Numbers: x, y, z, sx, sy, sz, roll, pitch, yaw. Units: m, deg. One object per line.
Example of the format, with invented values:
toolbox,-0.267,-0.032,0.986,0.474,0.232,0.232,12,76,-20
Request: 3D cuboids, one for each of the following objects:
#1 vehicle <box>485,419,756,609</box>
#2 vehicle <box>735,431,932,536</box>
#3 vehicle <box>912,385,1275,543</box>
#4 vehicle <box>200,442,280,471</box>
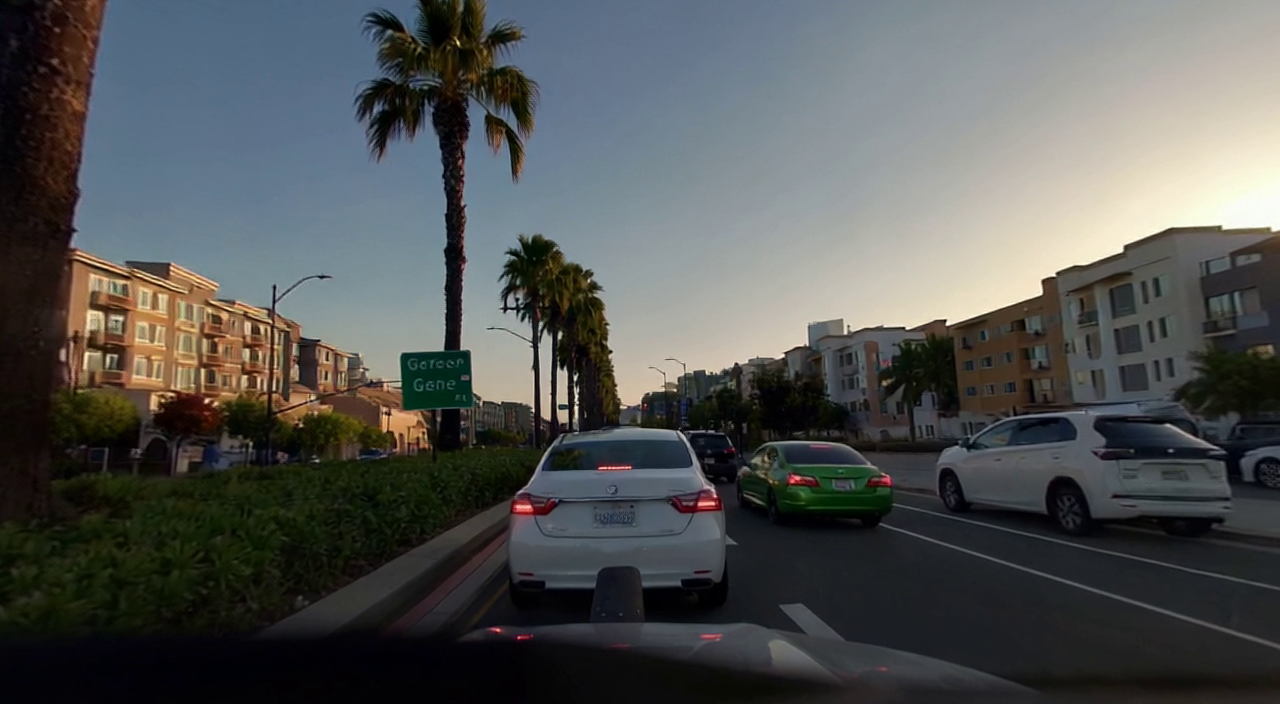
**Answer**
vehicle,-0.165,1.591,7.078,2.158,1.498,3.919,0,-8,0
vehicle,3.078,2.191,11.179,1.925,1.451,4.436,0,-8,-2
vehicle,7.165,1.882,11.151,2.254,2.072,5.577,0,-8,0
vehicle,-28.340,7.405,45.065,2.115,1.884,5.481,0,-8,0
